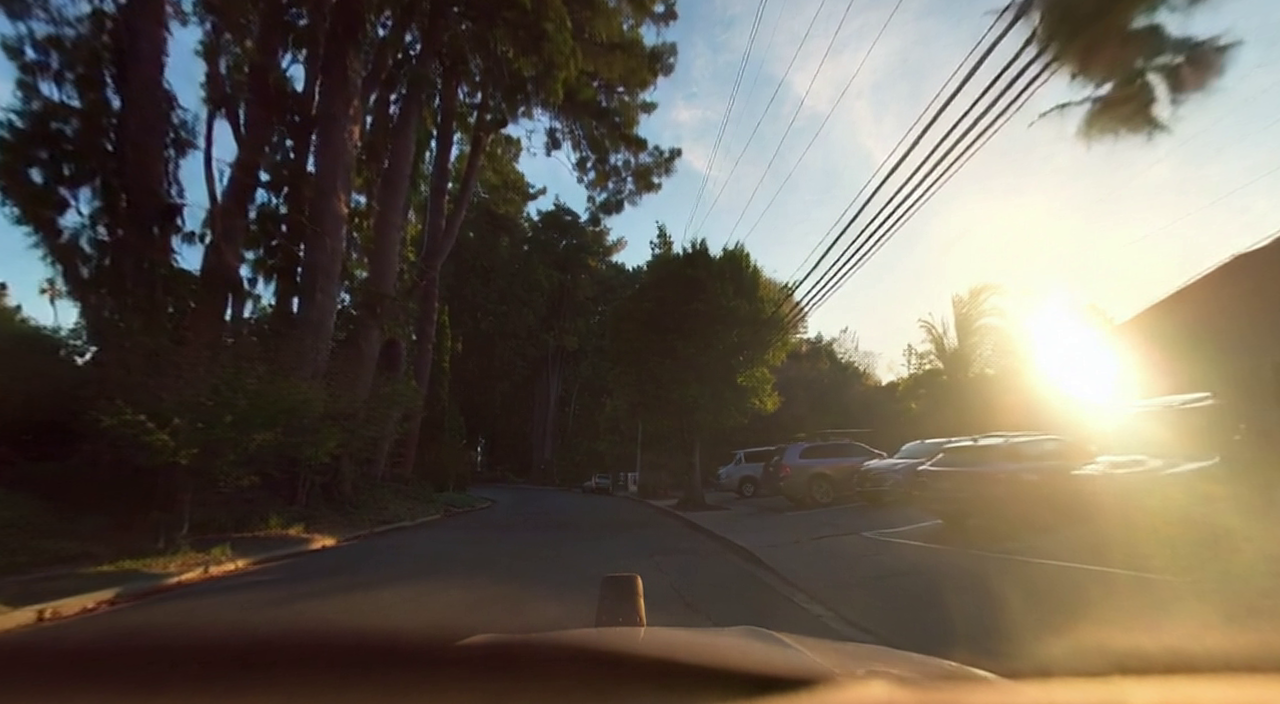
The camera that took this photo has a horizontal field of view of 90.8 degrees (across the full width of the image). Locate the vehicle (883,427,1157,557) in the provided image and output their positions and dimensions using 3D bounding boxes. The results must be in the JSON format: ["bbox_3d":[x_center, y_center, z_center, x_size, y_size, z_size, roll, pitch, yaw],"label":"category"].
[{"bbox_3d":[6.942,2.359,11.559,4.444,1.902,2.099,3,-7,-26],"label":"vehicle"}]

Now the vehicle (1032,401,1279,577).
[{"bbox_3d":[8.226,1.842,9.065,4.780,1.984,1.896,4,-10,-23],"label":"vehicle"}]
